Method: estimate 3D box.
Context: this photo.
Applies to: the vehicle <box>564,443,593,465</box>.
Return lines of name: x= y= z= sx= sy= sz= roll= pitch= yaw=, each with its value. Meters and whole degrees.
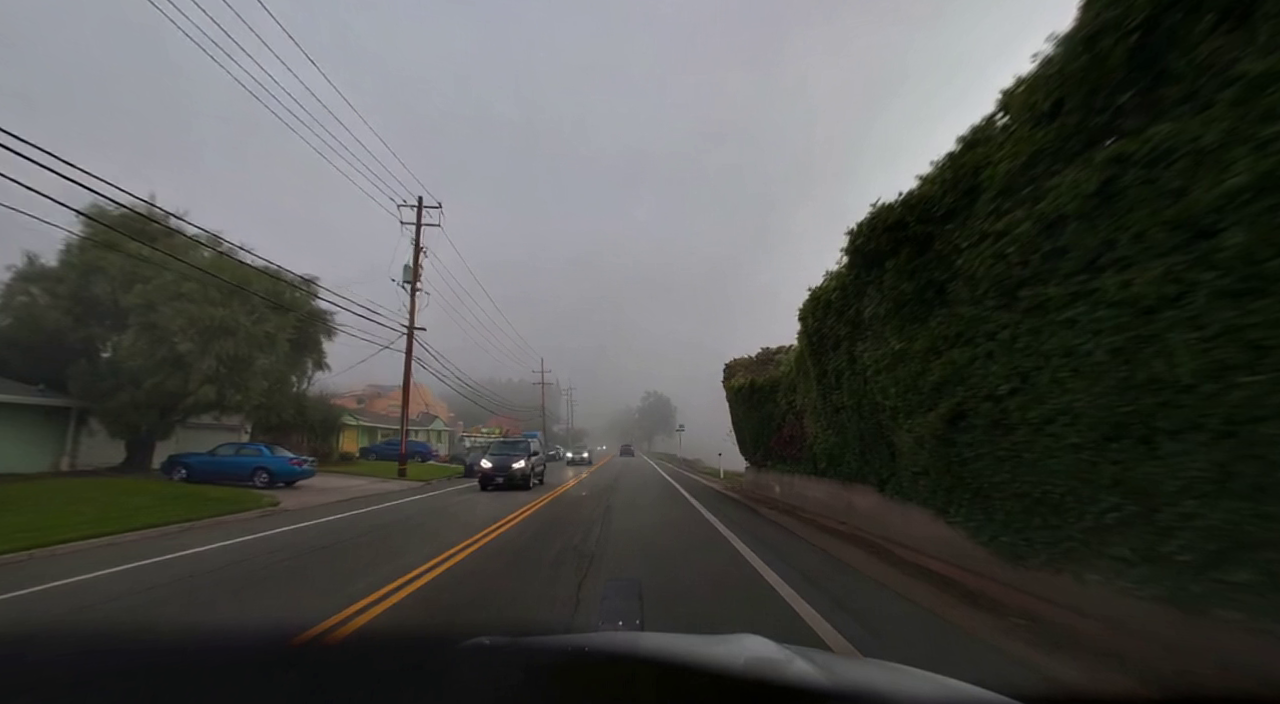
vehicle: x=-4.459 y=7.434 z=46.134 sx=1.796 sy=1.516 sz=3.871 roll=0 pitch=-9 yaw=0

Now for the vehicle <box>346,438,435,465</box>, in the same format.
vehicle: x=-15.495 y=6.228 z=39.472 sx=4.682 sy=1.549 sz=2.032 roll=3 pitch=-9 yaw=-8

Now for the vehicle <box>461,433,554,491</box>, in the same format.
vehicle: x=-4.296 y=3.645 z=21.288 sx=2.153 sy=1.715 sz=4.333 roll=0 pitch=-9 yaw=0

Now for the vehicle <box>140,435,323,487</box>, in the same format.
vehicle: x=-12.804 y=3.453 z=20.240 sx=4.567 sy=1.518 sz=1.999 roll=4 pitch=-9 yaw=-23
